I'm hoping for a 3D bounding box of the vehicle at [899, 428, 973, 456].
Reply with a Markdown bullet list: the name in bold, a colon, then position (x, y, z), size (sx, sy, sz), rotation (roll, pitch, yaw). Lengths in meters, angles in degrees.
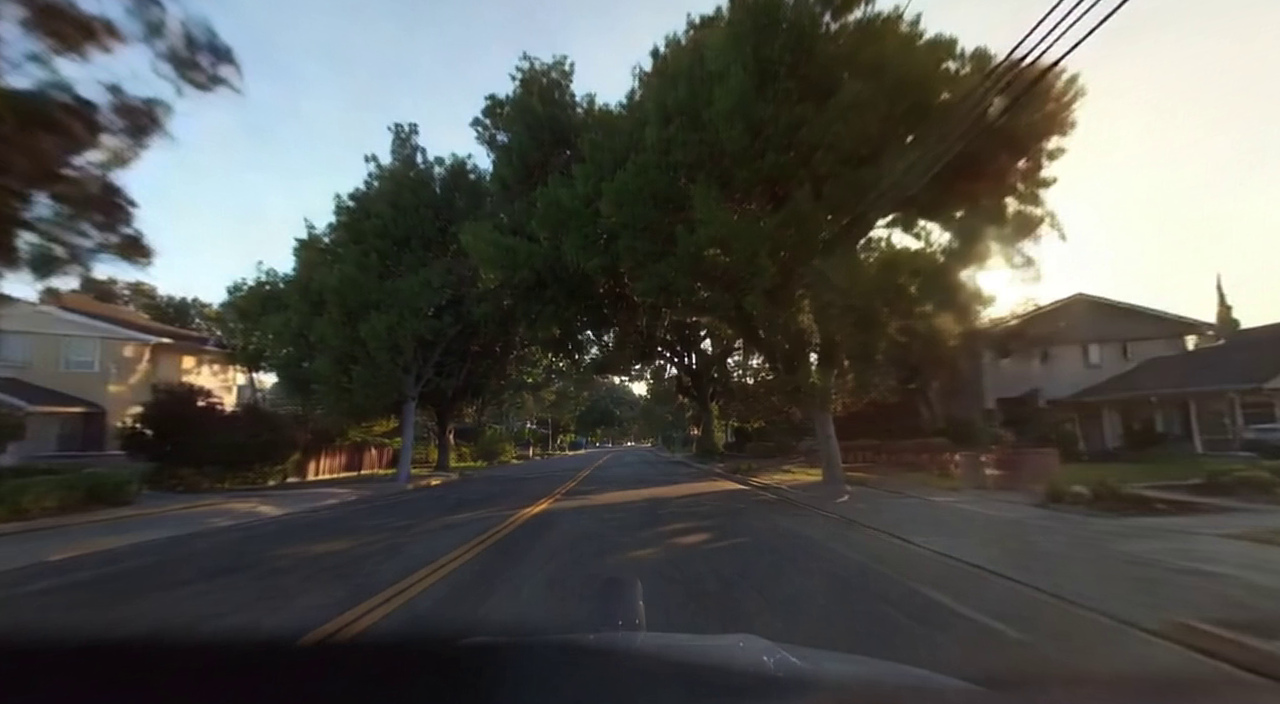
- **vehicle**: position (16.331, 5.032, 35.050), size (1.783, 1.431, 4.757), rotation (0, -9, 0)
